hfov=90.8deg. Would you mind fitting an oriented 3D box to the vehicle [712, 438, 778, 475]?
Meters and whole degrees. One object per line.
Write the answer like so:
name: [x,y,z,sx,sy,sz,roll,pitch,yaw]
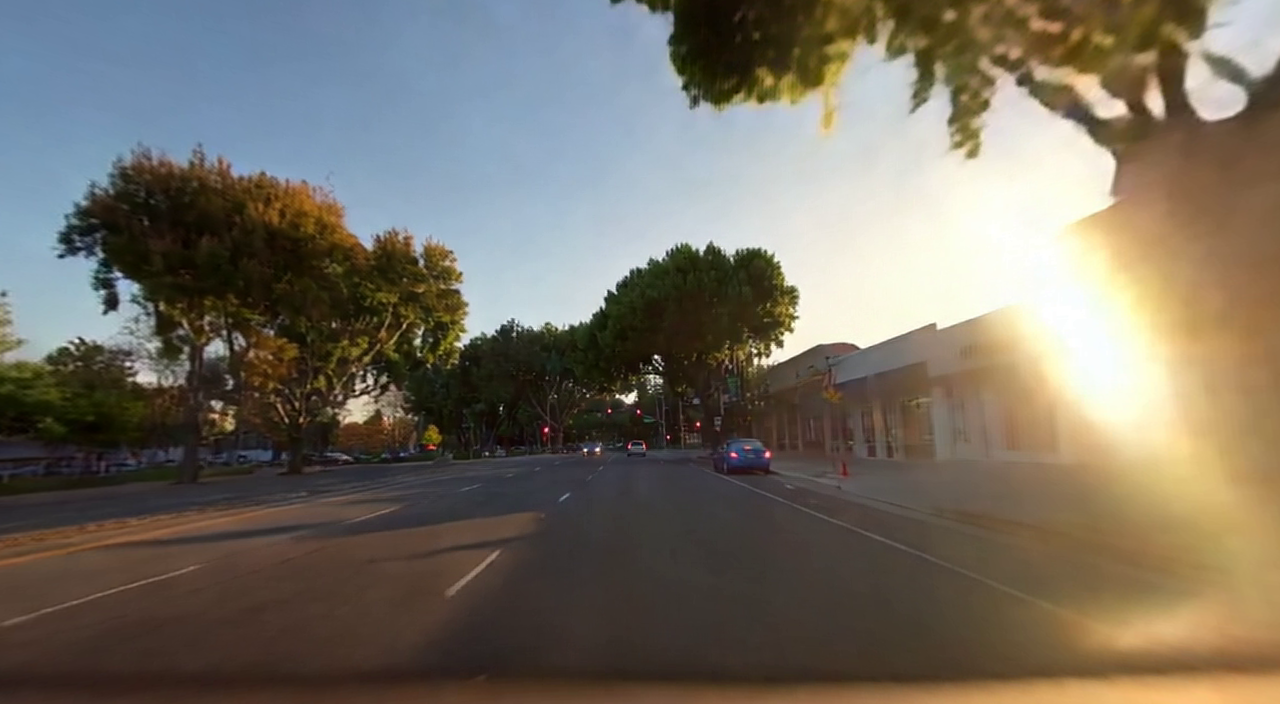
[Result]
vehicle: [4.457,4.507,27.467,1.942,1.469,4.049,0,-9,-3]
